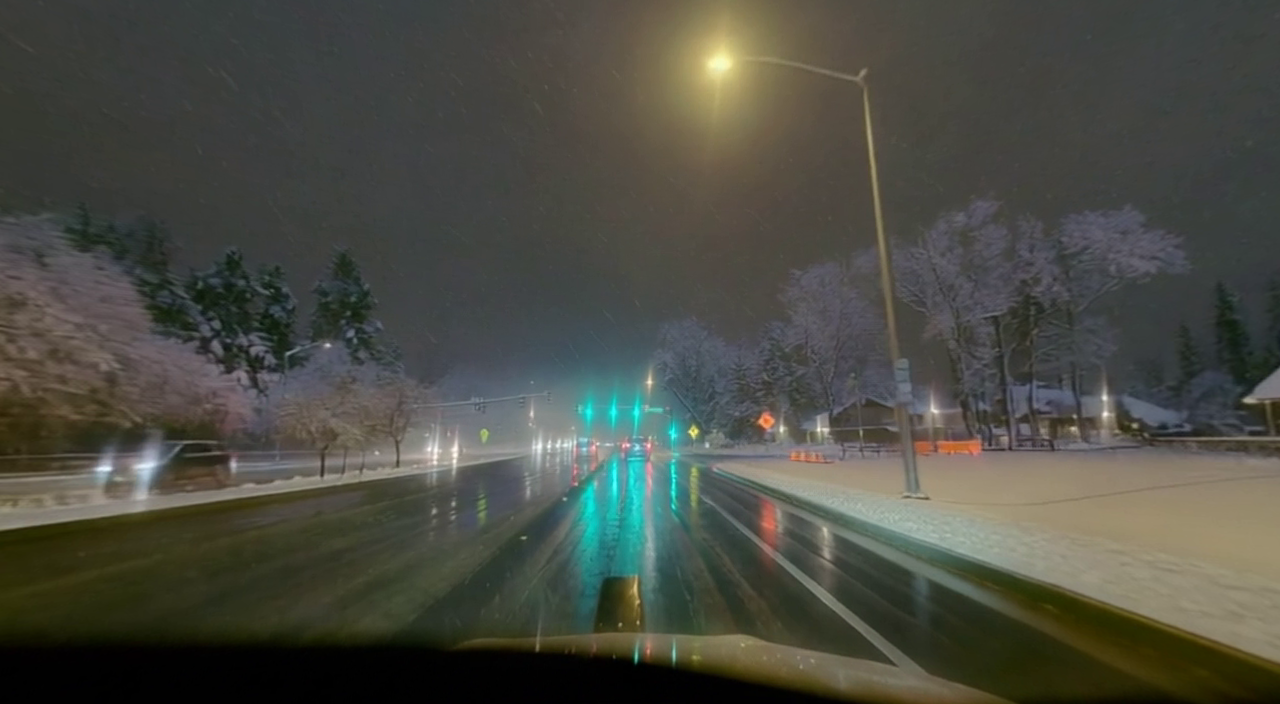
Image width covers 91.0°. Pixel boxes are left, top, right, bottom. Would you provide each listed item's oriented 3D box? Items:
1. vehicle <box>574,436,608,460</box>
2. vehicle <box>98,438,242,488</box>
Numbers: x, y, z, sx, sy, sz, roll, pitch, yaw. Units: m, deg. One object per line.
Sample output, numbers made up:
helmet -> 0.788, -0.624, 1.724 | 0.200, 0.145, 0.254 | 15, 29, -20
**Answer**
vehicle -> -3.645, 7.279, 47.765 | 2.198, 1.663, 4.519 | 0, -8, 0
vehicle -> -17.550, 4.137, 23.855 | 1.986, 1.711, 4.379 | 0, -9, 1
